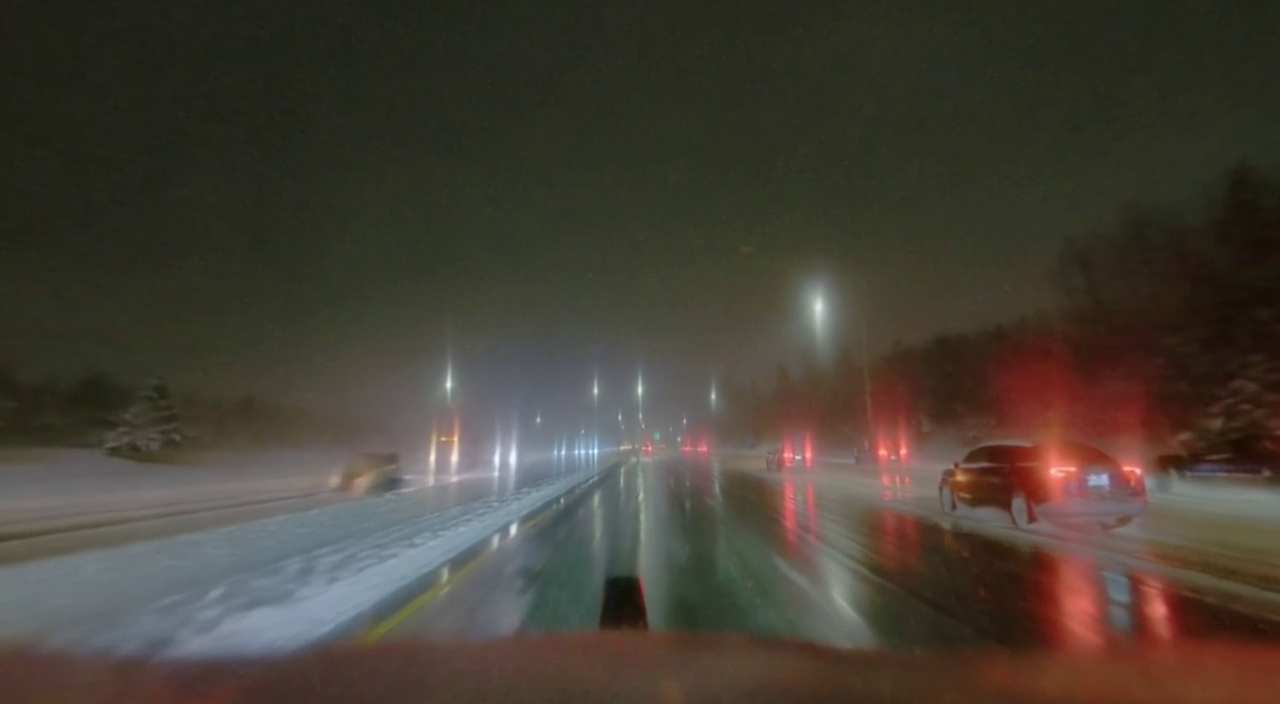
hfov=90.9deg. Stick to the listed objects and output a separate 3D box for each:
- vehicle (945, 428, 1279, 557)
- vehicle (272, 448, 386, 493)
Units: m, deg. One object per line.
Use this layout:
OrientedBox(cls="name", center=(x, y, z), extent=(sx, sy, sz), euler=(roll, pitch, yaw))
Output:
OrientedBox(cls="vehicle", center=(7.168, 2.047, 10.085), extent=(2.093, 1.525, 4.865), euler=(0, -8, 0))
OrientedBox(cls="vehicle", center=(-11.517, 4.394, 23.764), extent=(1.959, 1.480, 4.361), euler=(-1, -8, 2))
